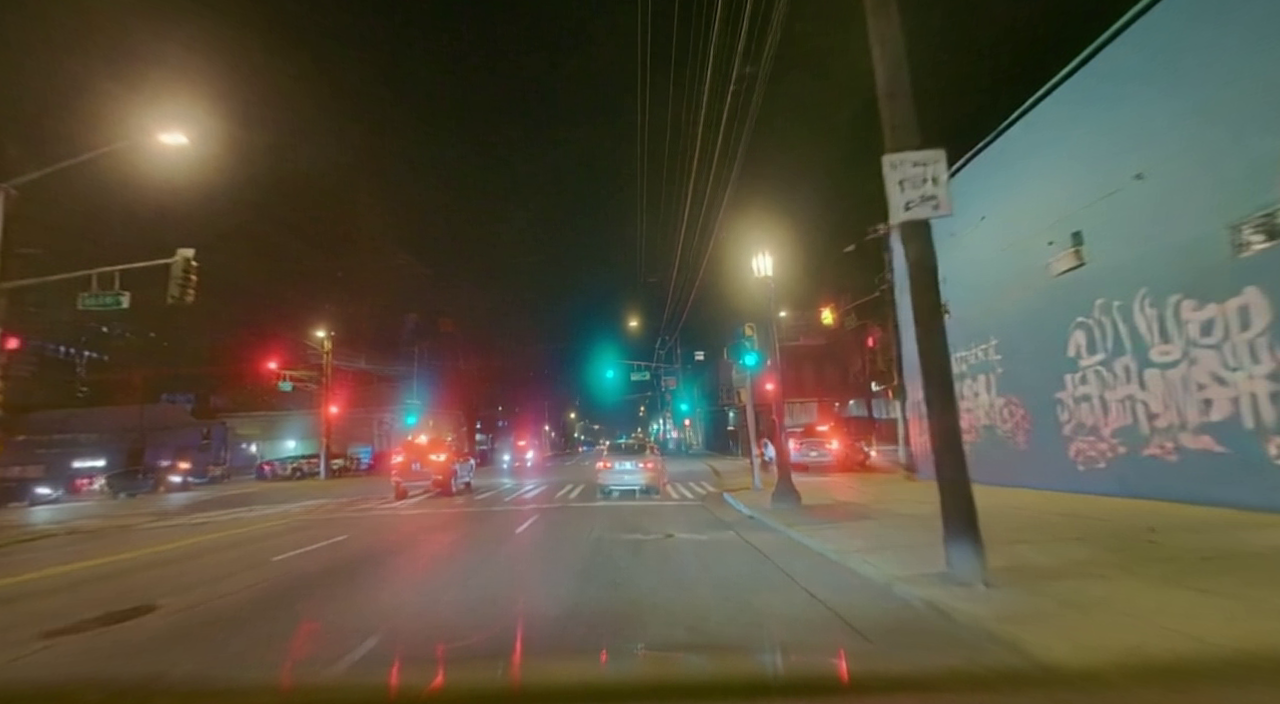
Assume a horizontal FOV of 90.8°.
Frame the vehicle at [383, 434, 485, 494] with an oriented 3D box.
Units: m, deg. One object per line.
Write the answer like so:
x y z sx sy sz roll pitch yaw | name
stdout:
-6.638 3.627 20.892 2.063 1.751 4.229 0 -8 -2 | vehicle

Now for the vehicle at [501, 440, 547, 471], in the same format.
-5.936 5.192 31.973 2.097 1.457 4.439 2 -8 -12 | vehicle

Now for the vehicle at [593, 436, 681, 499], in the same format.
0.064 3.121 17.497 2.059 1.497 4.260 -1 -8 5 | vehicle

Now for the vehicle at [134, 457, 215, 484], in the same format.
-34.776 8.841 47.308 4.492 1.880 1.879 0 -8 -1 | vehicle

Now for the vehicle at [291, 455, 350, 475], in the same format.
-23.054 8.167 45.691 3.360 1.392 1.674 -1 -9 0 | vehicle

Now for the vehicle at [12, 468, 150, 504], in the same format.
-26.045 6.257 29.580 4.479 1.484 2.036 0 -8 0 | vehicle

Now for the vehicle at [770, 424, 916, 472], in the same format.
7.483 3.559 23.563 4.714 1.686 1.973 1 -8 -8 | vehicle
